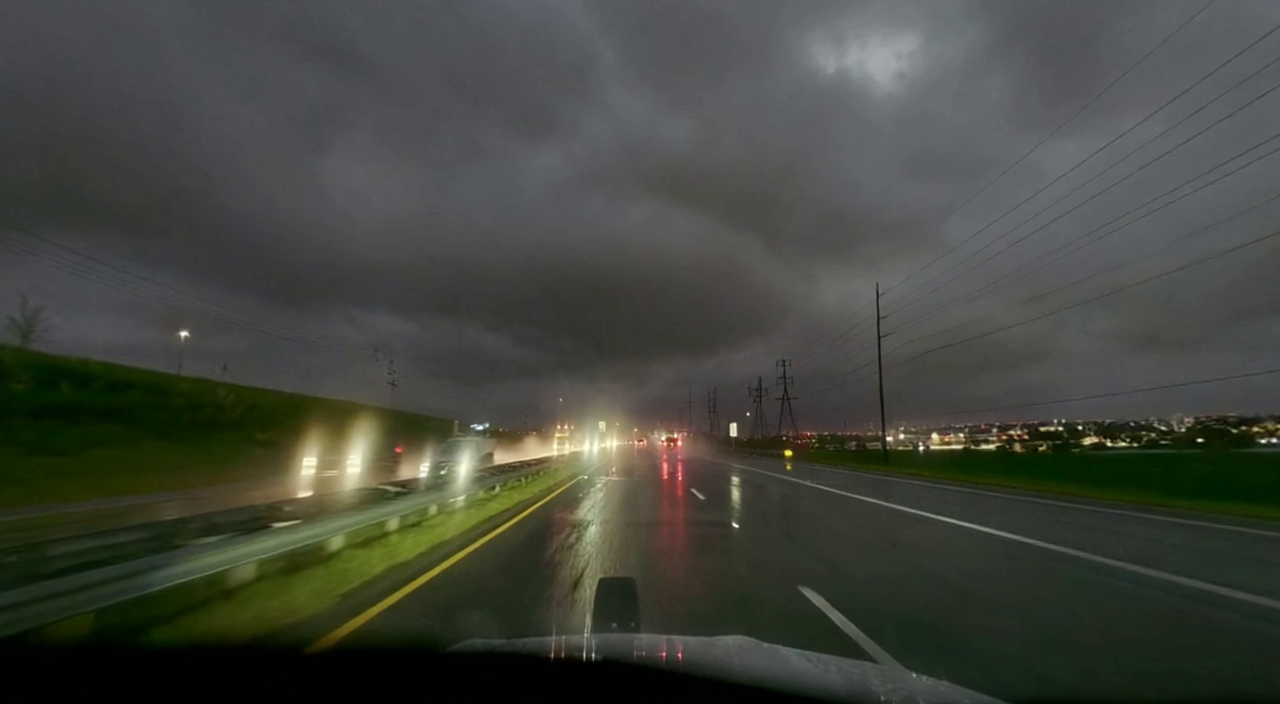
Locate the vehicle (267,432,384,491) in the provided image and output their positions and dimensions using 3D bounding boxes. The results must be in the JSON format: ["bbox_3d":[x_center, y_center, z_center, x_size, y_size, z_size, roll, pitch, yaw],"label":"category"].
[{"bbox_3d":[-11.119,3.882,22.684,1.922,1.863,4.506,0,-8,-1],"label":"vehicle"}]

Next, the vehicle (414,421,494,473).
[{"bbox_3d":[-7.723,3.983,26.599,1.994,1.985,4.524,-1,-8,0],"label":"vehicle"}]
